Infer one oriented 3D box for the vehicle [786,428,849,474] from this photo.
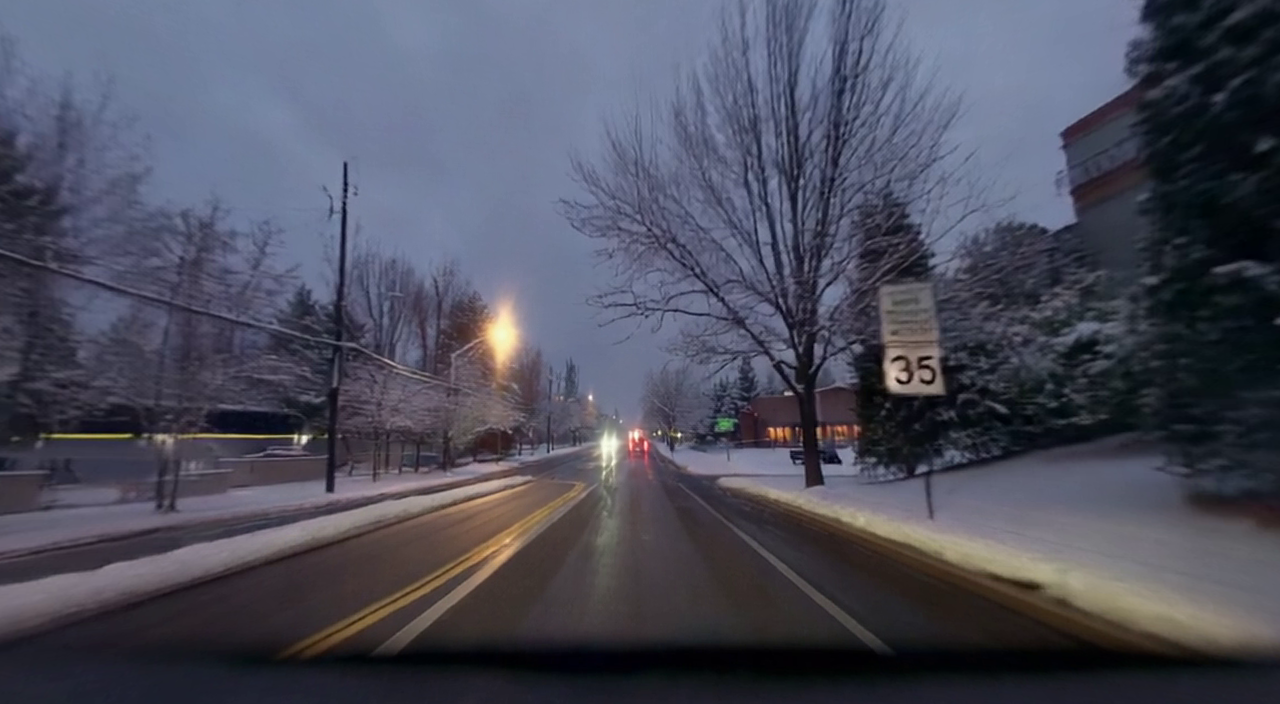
[{"bbox_3d":[11.144,6.340,40.030,2.001,1.744,4.449,-4,-21,-9],"label":"vehicle"}]
